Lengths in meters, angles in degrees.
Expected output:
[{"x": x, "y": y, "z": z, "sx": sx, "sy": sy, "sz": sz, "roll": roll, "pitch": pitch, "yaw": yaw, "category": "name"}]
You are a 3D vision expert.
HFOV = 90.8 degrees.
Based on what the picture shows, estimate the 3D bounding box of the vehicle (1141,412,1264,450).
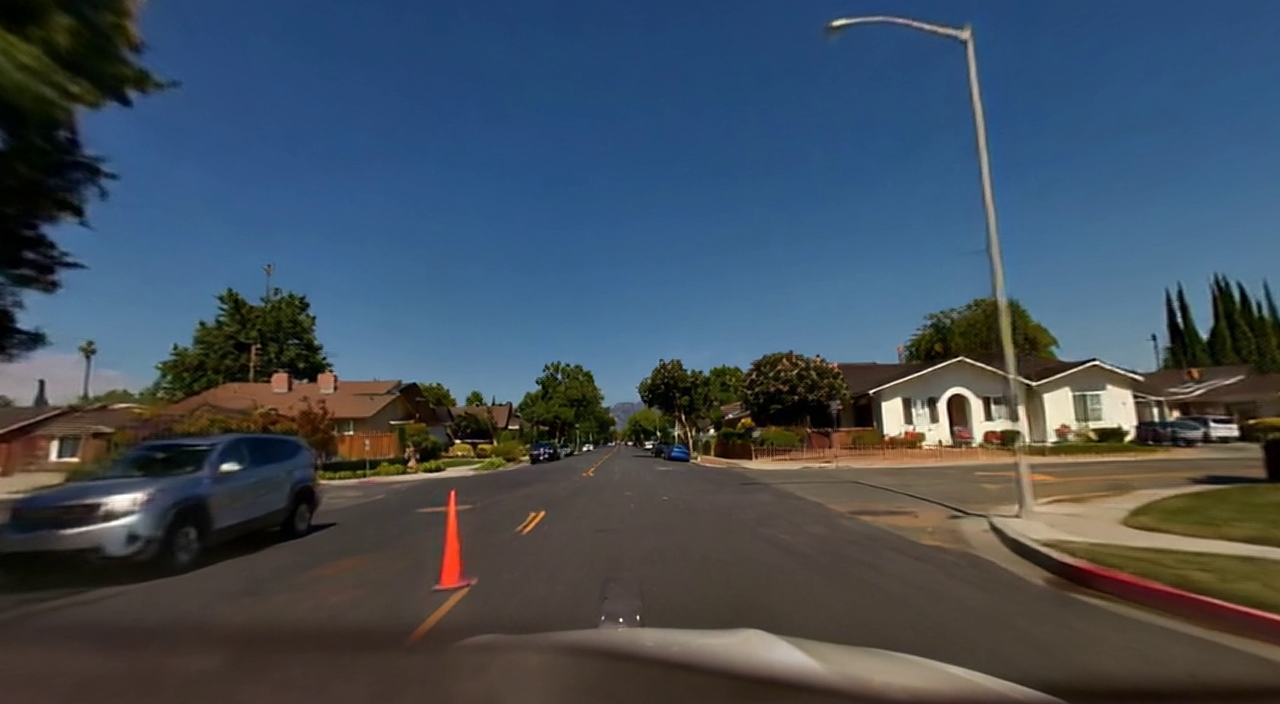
[{"x": 29.691, "y": 4.143, "z": 33.596, "sx": 1.923, "sy": 1.805, "sz": 4.876, "roll": -2, "pitch": -6, "yaw": -1, "category": "vehicle"}]

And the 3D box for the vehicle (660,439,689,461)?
[{"x": 2.684, "y": 7.716, "z": 49.880, "sx": 1.896, "sy": 1.602, "sz": 4.571, "roll": 0, "pitch": -8, "yaw": -1, "category": "vehicle"}]

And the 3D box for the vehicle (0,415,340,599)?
[{"x": -6.158, "y": 1.907, "z": 8.979, "sx": 2.087, "sy": 1.835, "sz": 4.445, "roll": -2, "pitch": -7, "yaw": -7, "category": "vehicle"}]
